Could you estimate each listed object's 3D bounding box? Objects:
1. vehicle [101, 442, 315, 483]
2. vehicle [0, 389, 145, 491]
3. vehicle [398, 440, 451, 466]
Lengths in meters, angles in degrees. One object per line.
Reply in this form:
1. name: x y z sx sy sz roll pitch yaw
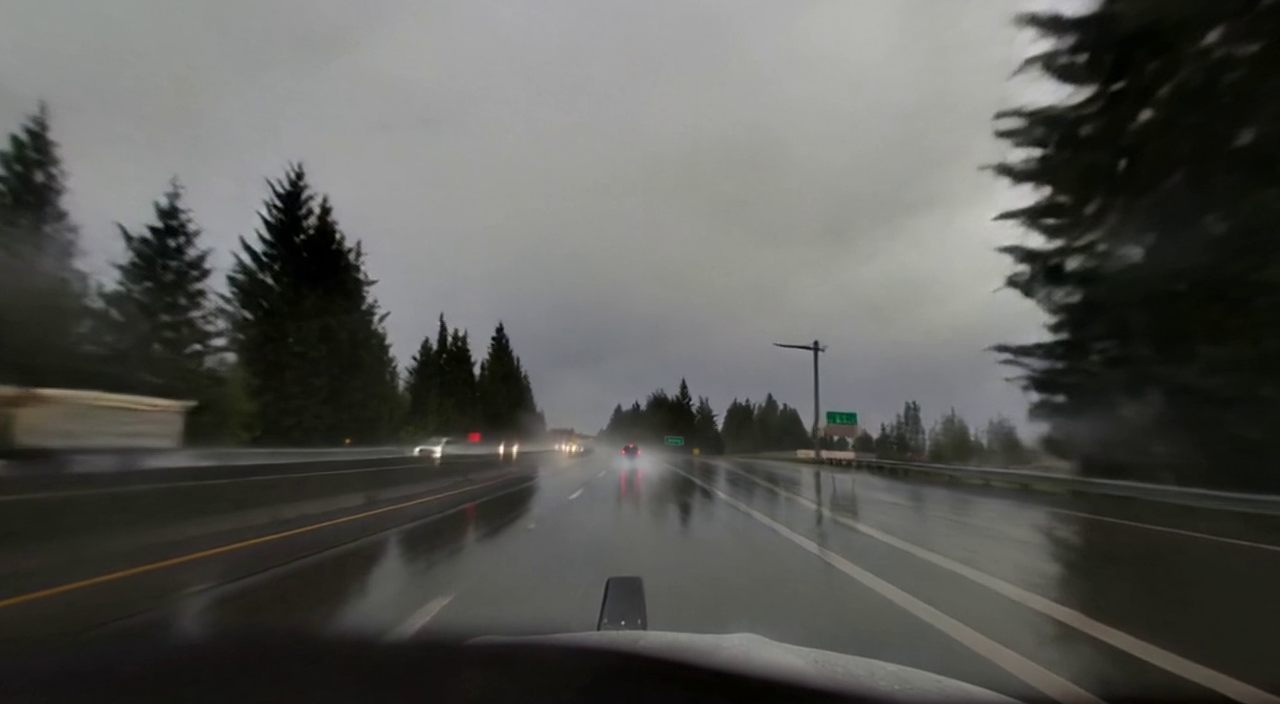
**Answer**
1. vehicle: -16.916 4.397 25.762 2.583 1.363 8.841 0 -9 0
2. vehicle: -16.822 2.272 16.195 2.404 2.444 7.112 0 -9 0
3. vehicle: -13.037 6.142 38.406 1.849 1.471 3.999 0 -9 -1
